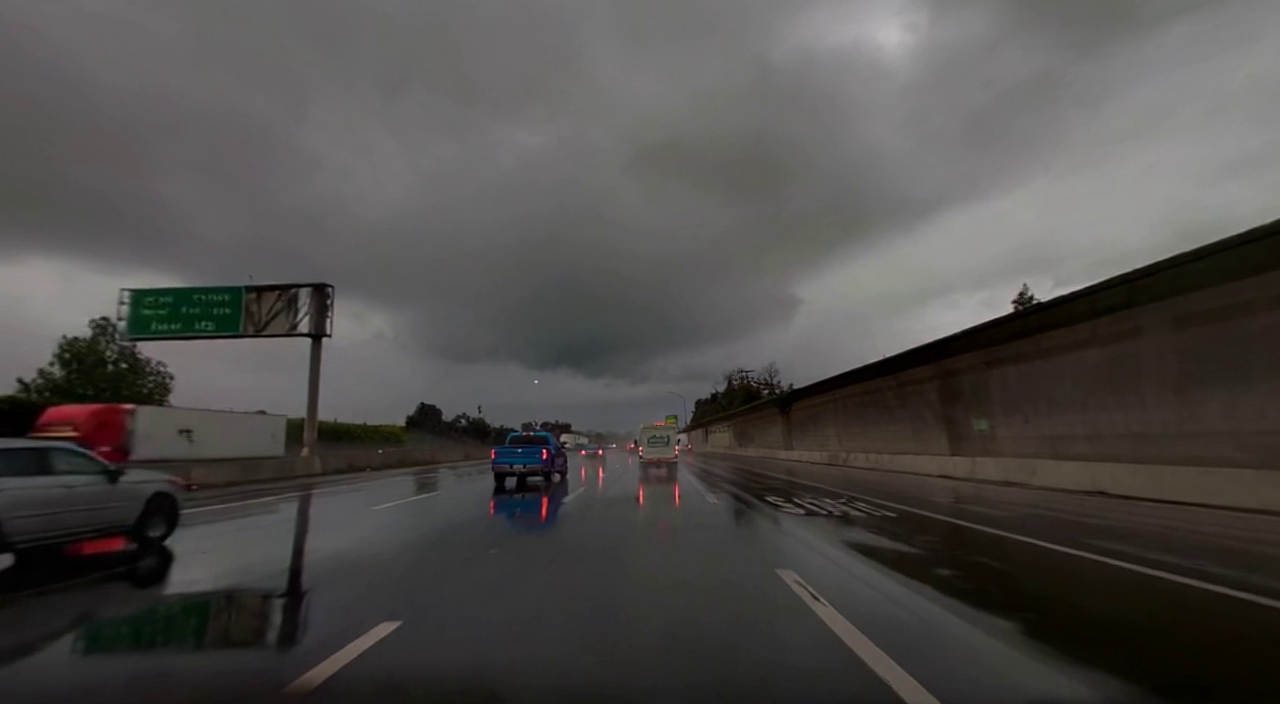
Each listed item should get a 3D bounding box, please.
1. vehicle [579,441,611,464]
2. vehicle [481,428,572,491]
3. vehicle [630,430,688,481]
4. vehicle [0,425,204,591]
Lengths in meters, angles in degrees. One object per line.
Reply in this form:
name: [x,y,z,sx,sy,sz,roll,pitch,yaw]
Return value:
vehicle: [-3.301,7.480,47.096,1.961,1.591,4.756,0,-8,1]
vehicle: [-3.598,3.528,21.030,1.954,1.792,5.187,0,-9,1]
vehicle: [0.740,4.085,25.151,2.083,1.792,4.782,0,-8,1]
vehicle: [-7.247,1.538,6.230,1.978,1.597,5.358,0,-8,1]
